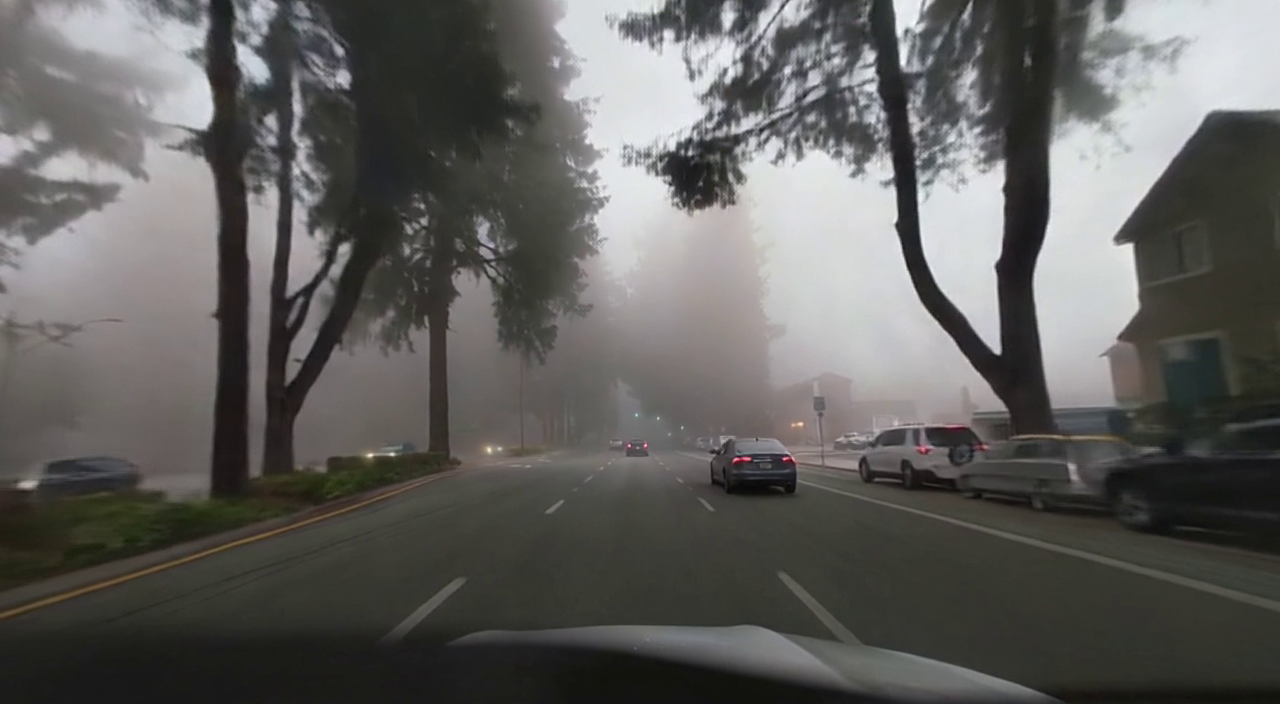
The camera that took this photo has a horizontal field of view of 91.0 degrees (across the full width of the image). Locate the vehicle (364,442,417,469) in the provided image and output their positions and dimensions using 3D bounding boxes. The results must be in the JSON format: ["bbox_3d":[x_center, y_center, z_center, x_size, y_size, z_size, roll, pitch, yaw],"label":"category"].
[{"bbox_3d":[-16.174,6.700,41.027,1.885,1.633,4.265,0,-8,-2],"label":"vehicle"}]

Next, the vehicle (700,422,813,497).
[{"bbox_3d":[2.786,2.686,16.080,2.022,1.656,4.025,0,-8,-1],"label":"vehicle"}]

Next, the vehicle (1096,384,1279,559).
[{"bbox_3d":[7.686,1.232,6.497,2.174,1.788,4.954,0,-8,0],"label":"vehicle"}]

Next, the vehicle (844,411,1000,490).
[{"bbox_3d":[7.450,2.685,17.327,2.047,1.852,4.861,0,-8,0],"label":"vehicle"}]

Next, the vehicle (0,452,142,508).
[{"bbox_3d":[-18.254,3.893,19.580,1.836,1.454,4.507,0,-8,0],"label":"vehicle"}]

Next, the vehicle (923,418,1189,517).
[{"bbox_3d":[7.529,2.126,12.113,1.886,1.534,4.464,0,-8,-3],"label":"vehicle"}]
